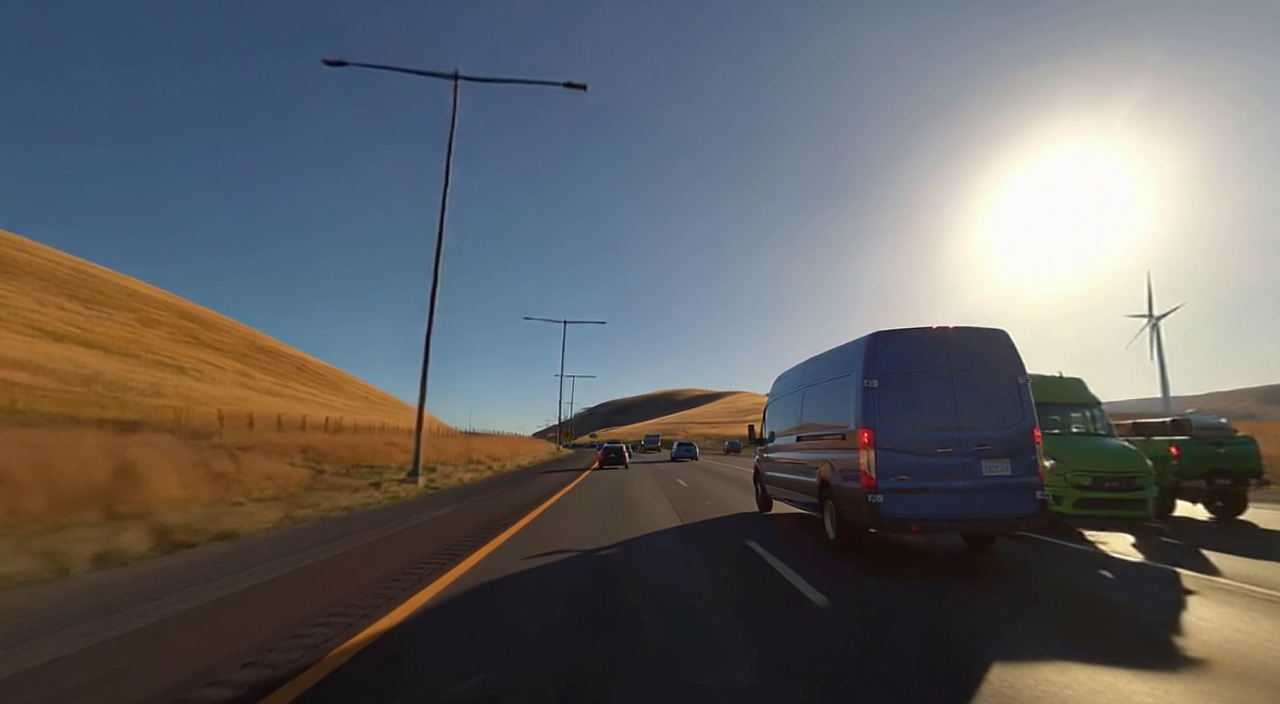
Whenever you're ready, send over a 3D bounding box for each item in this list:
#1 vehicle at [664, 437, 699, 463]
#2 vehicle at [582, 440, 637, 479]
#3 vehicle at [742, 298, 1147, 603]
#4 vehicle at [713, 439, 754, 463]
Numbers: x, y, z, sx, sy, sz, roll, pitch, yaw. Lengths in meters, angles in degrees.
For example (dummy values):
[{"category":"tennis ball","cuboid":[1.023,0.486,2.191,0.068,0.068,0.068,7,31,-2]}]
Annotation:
[{"category":"vehicle","cuboid":[2.922,7.037,45.499,2.108,1.717,3.996,0,-8,-2]},{"category":"vehicle","cuboid":[-1.168,4.323,25.690,2.082,1.445,3.826,0,-8,-1]},{"category":"vehicle","cuboid":[3.062,1.238,8.364,2.365,2.630,5.754,0,-8,-1]},{"category":"vehicle","cuboid":[6.358,6.823,43.554,1.958,1.514,4.930,0,-8,-1]}]
